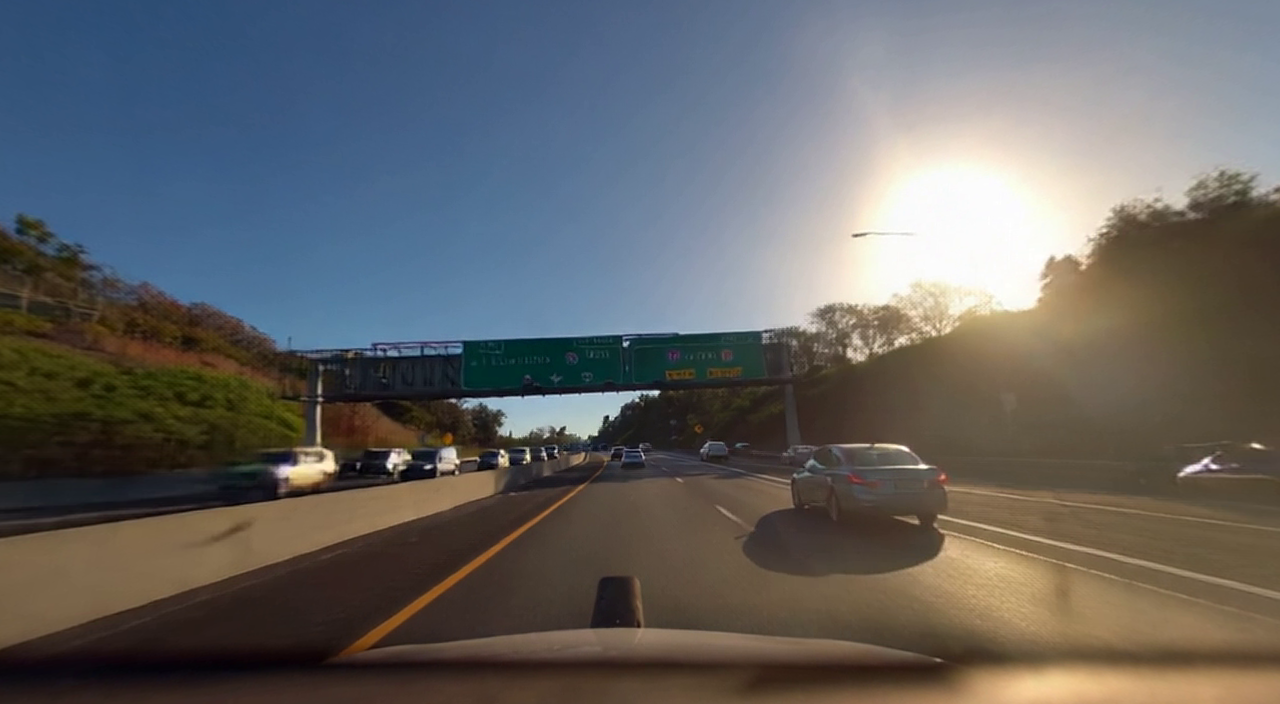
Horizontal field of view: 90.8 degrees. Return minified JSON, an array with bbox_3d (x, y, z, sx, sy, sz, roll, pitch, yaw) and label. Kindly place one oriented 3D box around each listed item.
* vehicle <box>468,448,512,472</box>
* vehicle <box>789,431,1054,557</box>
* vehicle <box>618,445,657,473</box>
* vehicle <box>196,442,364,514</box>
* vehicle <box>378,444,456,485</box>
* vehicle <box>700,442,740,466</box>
[{"bbox_3d":[-10.201,7.370,43.338,1.924,1.466,4.808,0,-9,-2],"label":"vehicle"},{"bbox_3d":[3.925,2.039,9.847,1.972,1.488,4.335,0,-9,-3],"label":"vehicle"},{"bbox_3d":[-0.213,6.251,37.069,2.090,1.510,4.280,0,-8,-3],"label":"vehicle"},{"bbox_3d":[-9.591,3.343,17.371,2.082,1.698,4.357,0,-8,-1],"label":"vehicle"},{"bbox_3d":[-10.240,5.152,29.386,2.017,1.735,4.581,0,-8,-1],"label":"vehicle"},{"bbox_3d":[5.789,7.373,45.954,2.094,1.652,3.955,1,-9,-5],"label":"vehicle"}]
